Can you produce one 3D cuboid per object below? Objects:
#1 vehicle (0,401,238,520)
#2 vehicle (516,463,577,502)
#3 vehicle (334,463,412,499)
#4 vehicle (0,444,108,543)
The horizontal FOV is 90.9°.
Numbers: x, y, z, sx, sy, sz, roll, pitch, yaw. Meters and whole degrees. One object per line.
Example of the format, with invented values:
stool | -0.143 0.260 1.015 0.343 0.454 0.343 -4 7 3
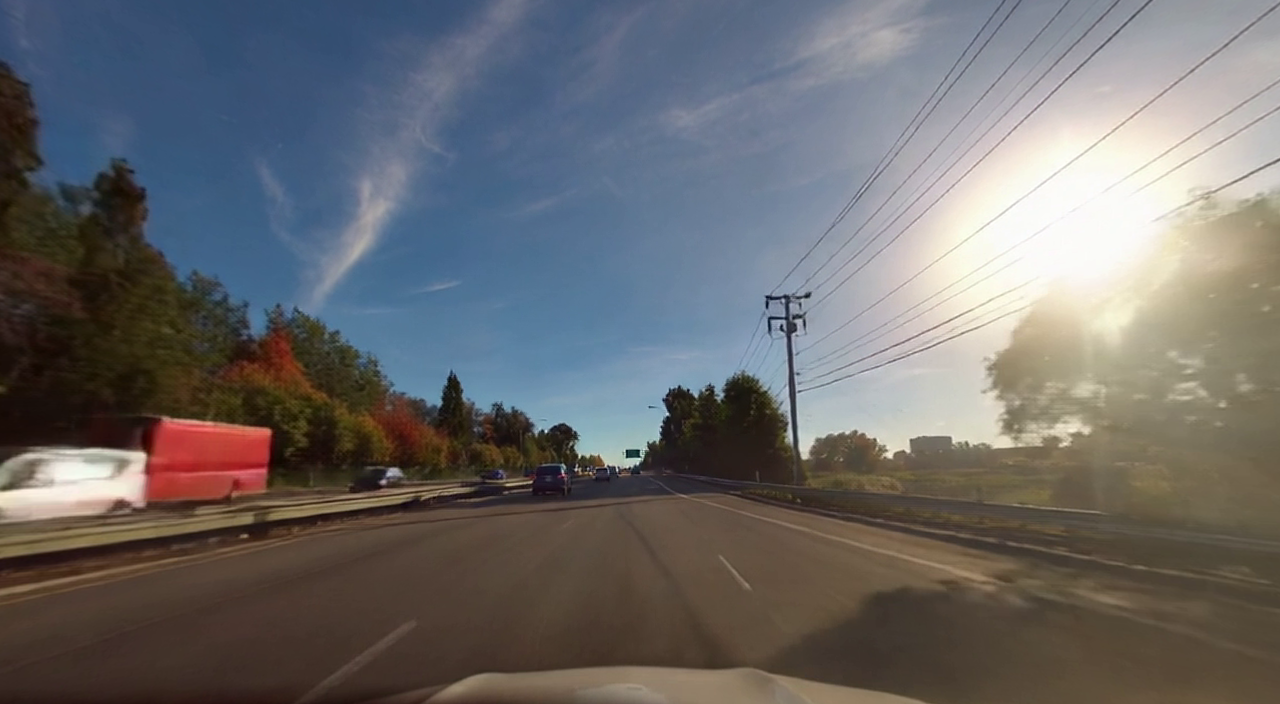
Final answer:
vehicle | -17.512 3.664 21.159 2.548 3.168 8.075 1 -11 0
vehicle | -3.933 5.591 27.237 1.963 1.501 4.227 1 -11 0
vehicle | -12.178 5.911 28.971 1.881 1.497 3.811 1 -11 0
vehicle | -12.717 2.528 11.263 1.995 1.788 4.925 1 -11 0
